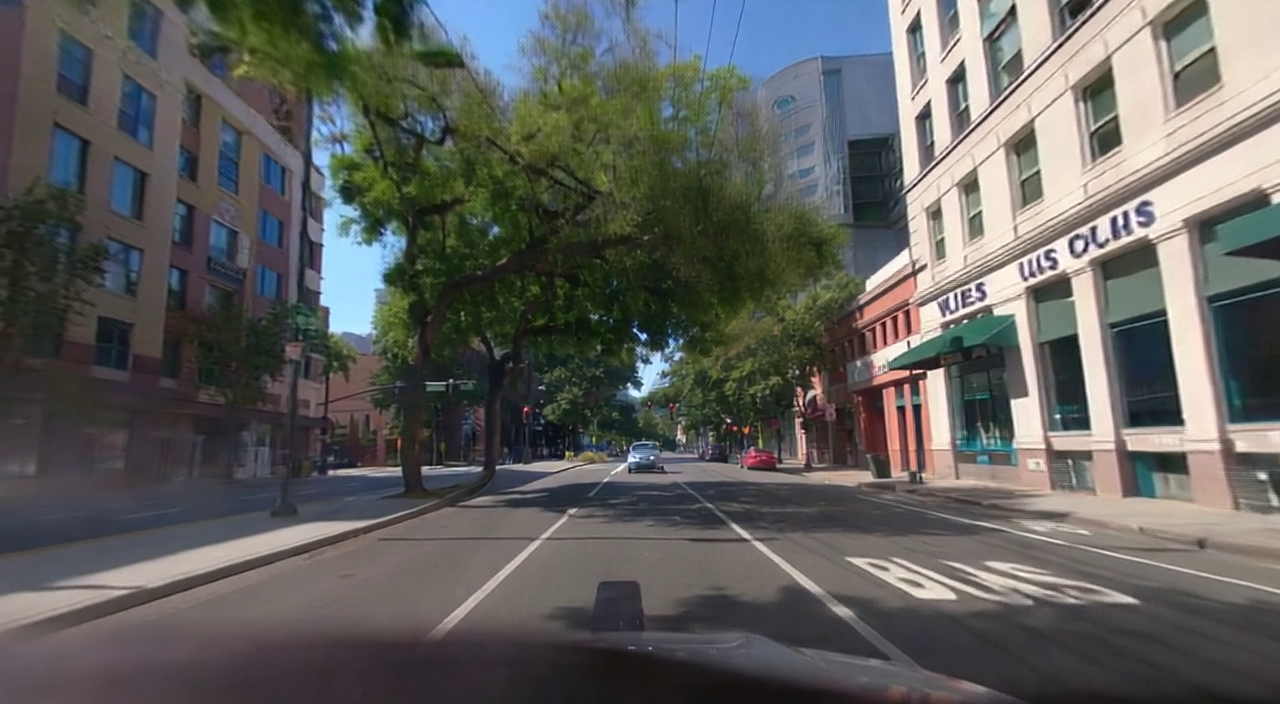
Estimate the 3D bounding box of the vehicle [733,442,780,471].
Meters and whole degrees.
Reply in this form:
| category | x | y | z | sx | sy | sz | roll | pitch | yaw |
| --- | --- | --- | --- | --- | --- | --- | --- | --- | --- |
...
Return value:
| category | x | y | z | sx | sy | sz | roll | pitch | yaw |
| --- | --- | --- | --- | --- | --- | --- | --- | --- | --- |
| vehicle | 7.489 | 6.767 | 41.079 | 1.987 | 1.772 | 4.749 | 0 | -9 | -3 |

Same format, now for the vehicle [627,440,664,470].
| category | x | y | z | sx | sy | sz | roll | pitch | yaw |
| --- | --- | --- | --- | --- | --- | --- | --- | --- | --- |
| vehicle | 0.359 | 6.512 | 40.068 | 2.223 | 1.775 | 4.250 | 0 | -9 | 1 |
